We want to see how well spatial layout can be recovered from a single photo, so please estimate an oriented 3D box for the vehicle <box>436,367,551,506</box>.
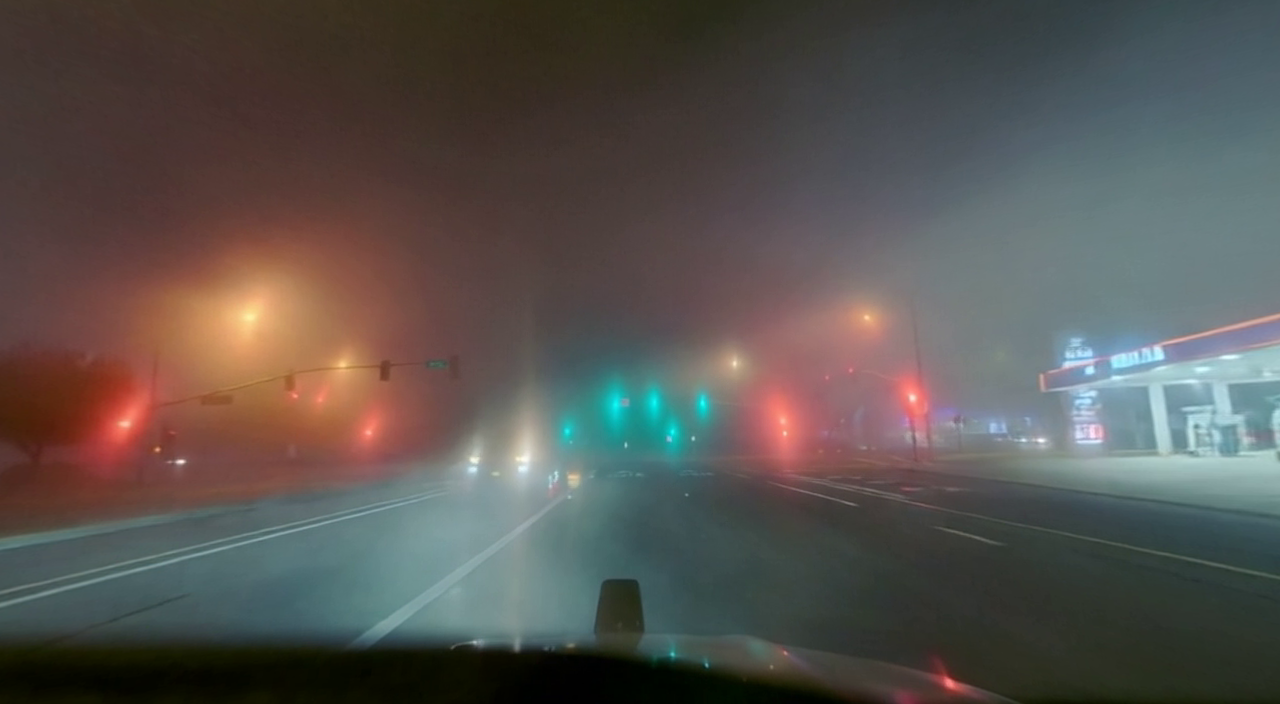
[{"bbox_3d":[-4.079,2.384,18.162,2.637,3.576,3.006,-2,-7,-1],"label":"vehicle"}]
